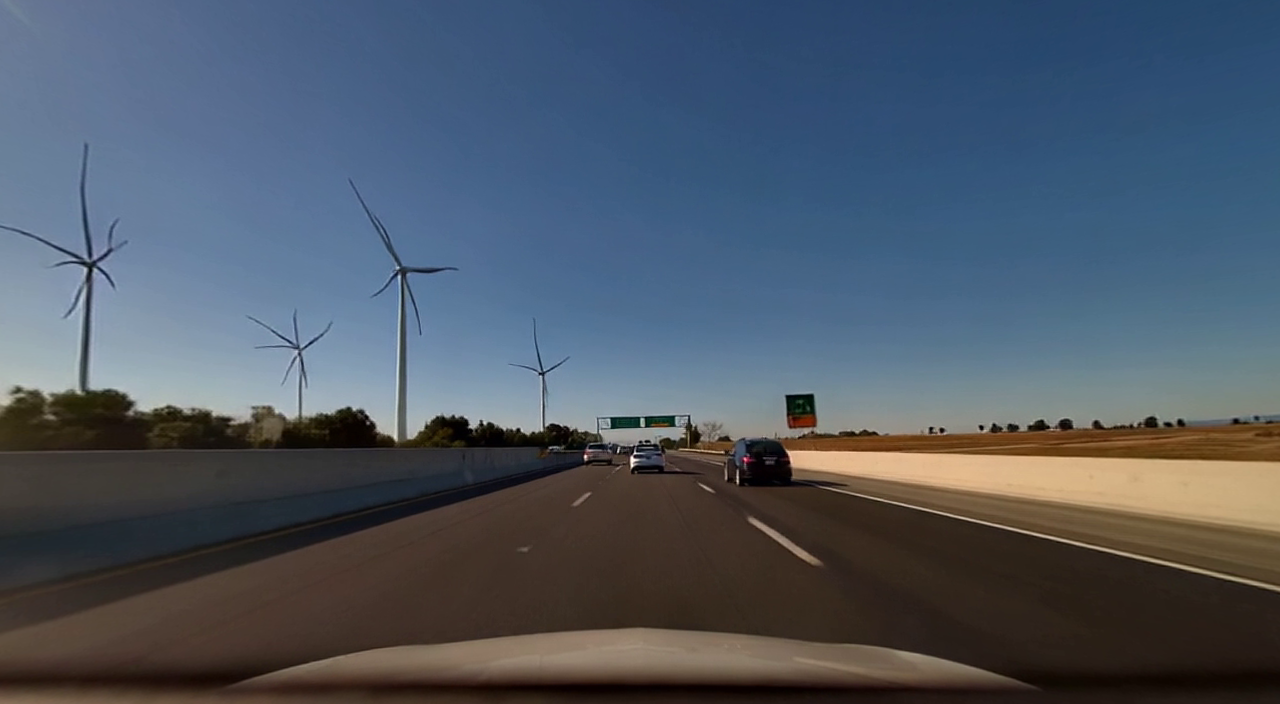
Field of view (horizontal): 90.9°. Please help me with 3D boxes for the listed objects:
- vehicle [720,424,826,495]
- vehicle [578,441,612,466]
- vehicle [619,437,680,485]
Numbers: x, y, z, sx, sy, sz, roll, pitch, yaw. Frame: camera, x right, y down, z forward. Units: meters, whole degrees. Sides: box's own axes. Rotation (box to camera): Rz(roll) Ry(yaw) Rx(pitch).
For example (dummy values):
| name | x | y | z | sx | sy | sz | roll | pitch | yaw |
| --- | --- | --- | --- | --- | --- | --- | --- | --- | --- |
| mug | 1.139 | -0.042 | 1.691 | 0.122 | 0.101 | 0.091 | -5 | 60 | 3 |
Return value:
| name | x | y | z | sx | sy | sz | roll | pitch | yaw |
| --- | --- | --- | --- | --- | --- | --- | --- | --- | --- |
| vehicle | 3.880 | 3.250 | 19.354 | 2.104 | 1.861 | 4.956 | 0 | -9 | -1 |
| vehicle | -3.396 | 7.749 | 48.229 | 2.131 | 1.784 | 4.635 | 0 | -9 | 1 |
| vehicle | 0.332 | 4.075 | 23.766 | 2.083 | 1.653 | 3.787 | 0 | -9 | 0 |
